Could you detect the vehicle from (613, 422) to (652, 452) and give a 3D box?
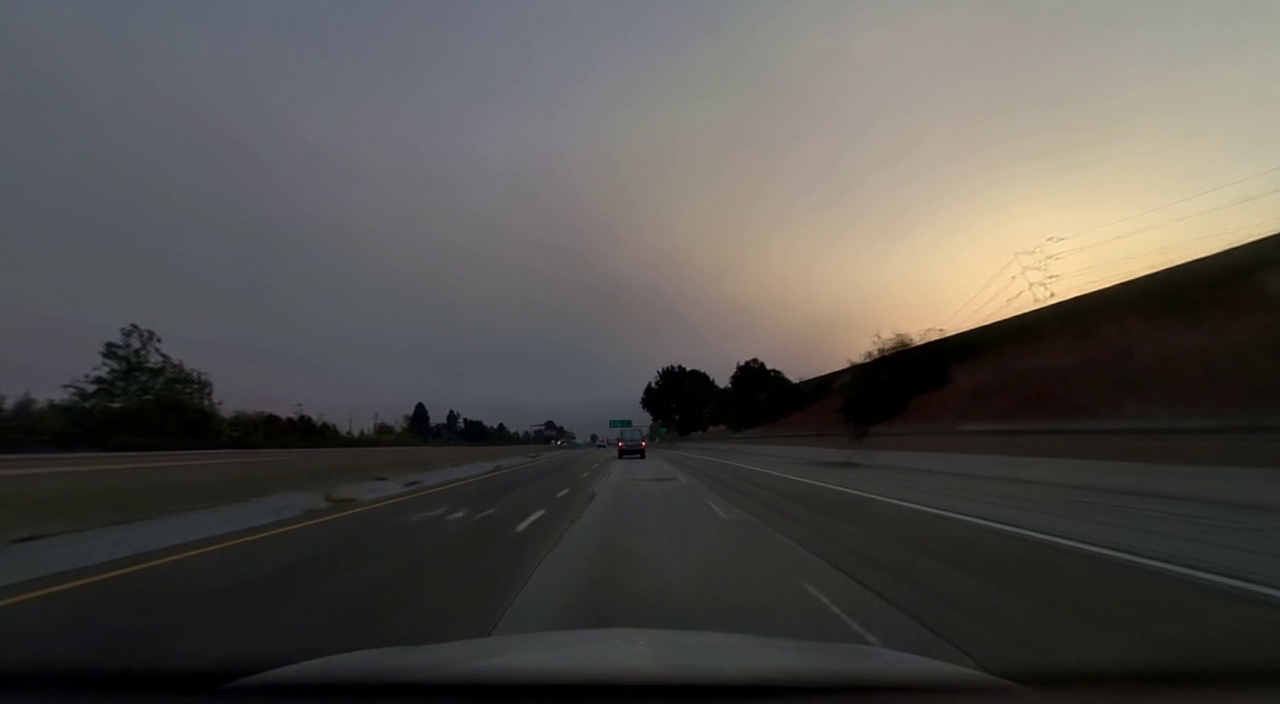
[{"bbox_3d":[-0.529,5.238,38.660,2.157,1.647,4.524,0,-8,-3],"label":"vehicle"}]
